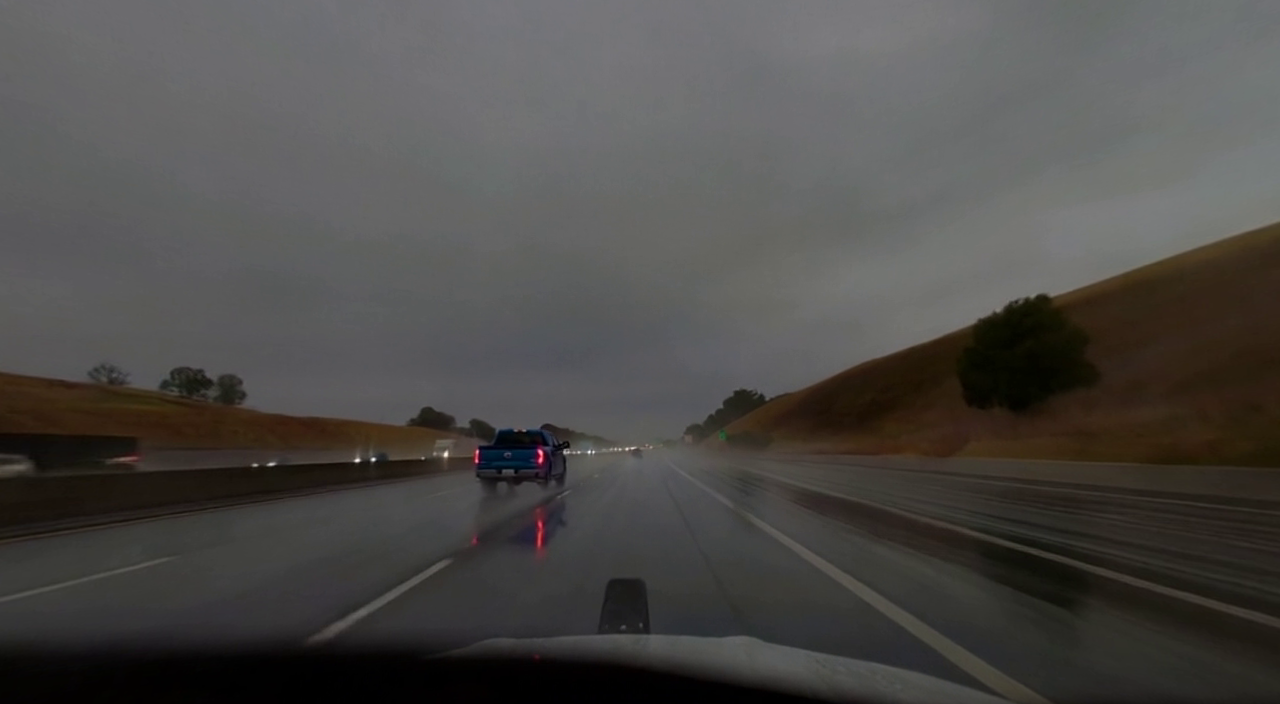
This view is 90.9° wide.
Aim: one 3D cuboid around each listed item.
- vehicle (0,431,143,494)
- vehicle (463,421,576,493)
[{"bbox_3d":[-37.171,6.682,38.694,2.775,3.481,12.946,0,-9,0],"label":"vehicle"},{"bbox_3d":[-3.803,3.511,21.368,2.601,2.084,6.068,0,-9,1],"label":"vehicle"}]
